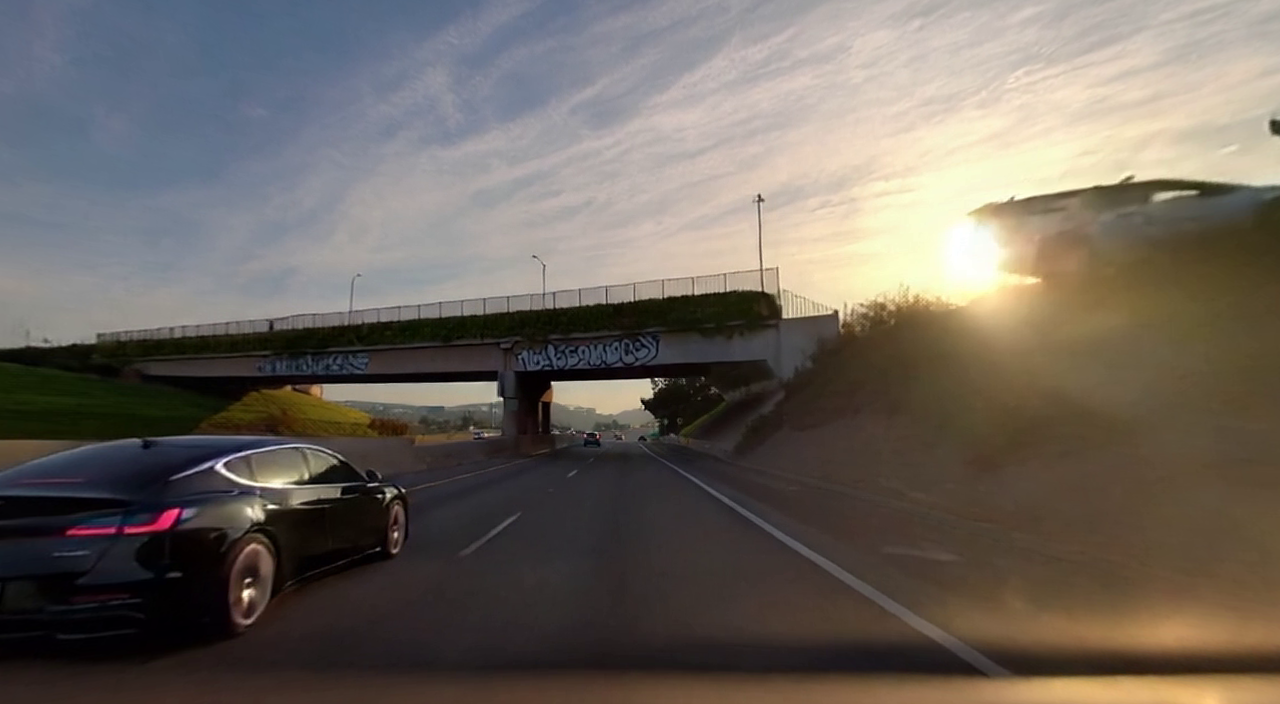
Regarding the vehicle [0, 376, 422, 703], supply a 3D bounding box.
[{"bbox_3d":[-3.477,1.164,4.670,2.108,1.555,4.574,0,-8,-1],"label":"vehicle"}]
